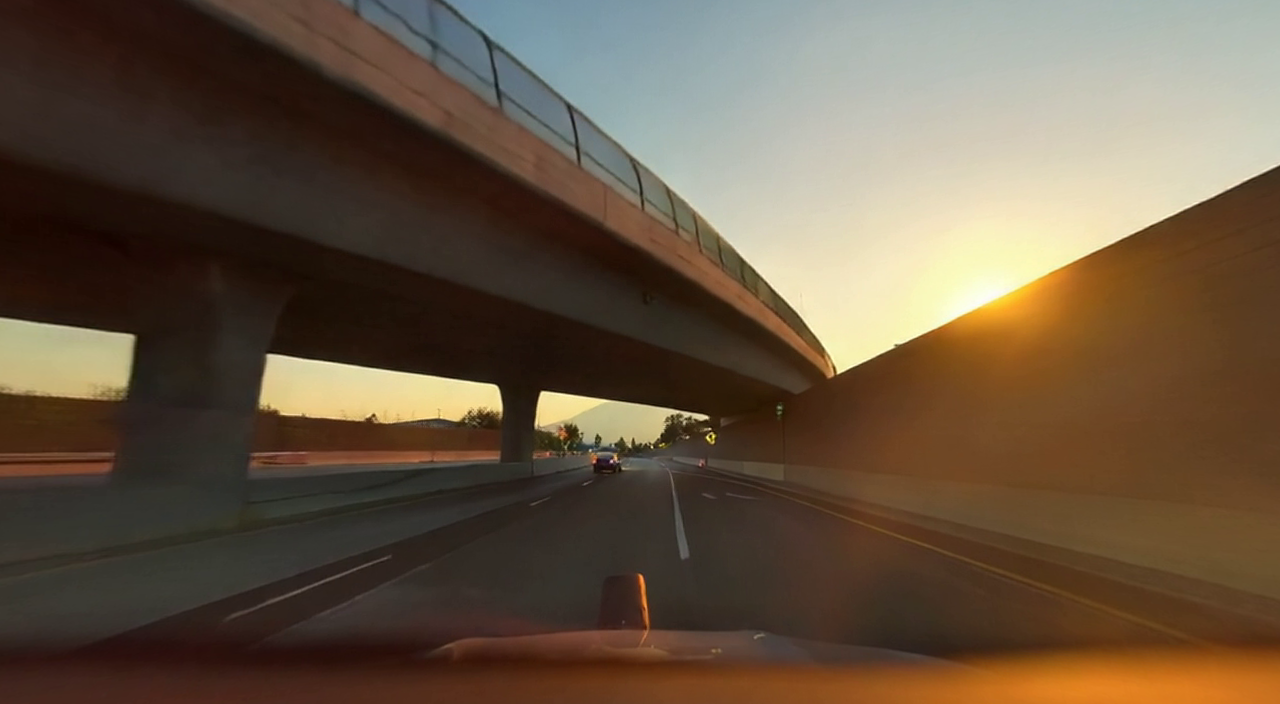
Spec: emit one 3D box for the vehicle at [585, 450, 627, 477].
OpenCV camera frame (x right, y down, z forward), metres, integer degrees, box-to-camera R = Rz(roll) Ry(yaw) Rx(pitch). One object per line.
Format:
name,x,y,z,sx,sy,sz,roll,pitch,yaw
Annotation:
vehicle,-2.105,7.175,40.814,2.172,1.587,4.518,-1,-9,4
